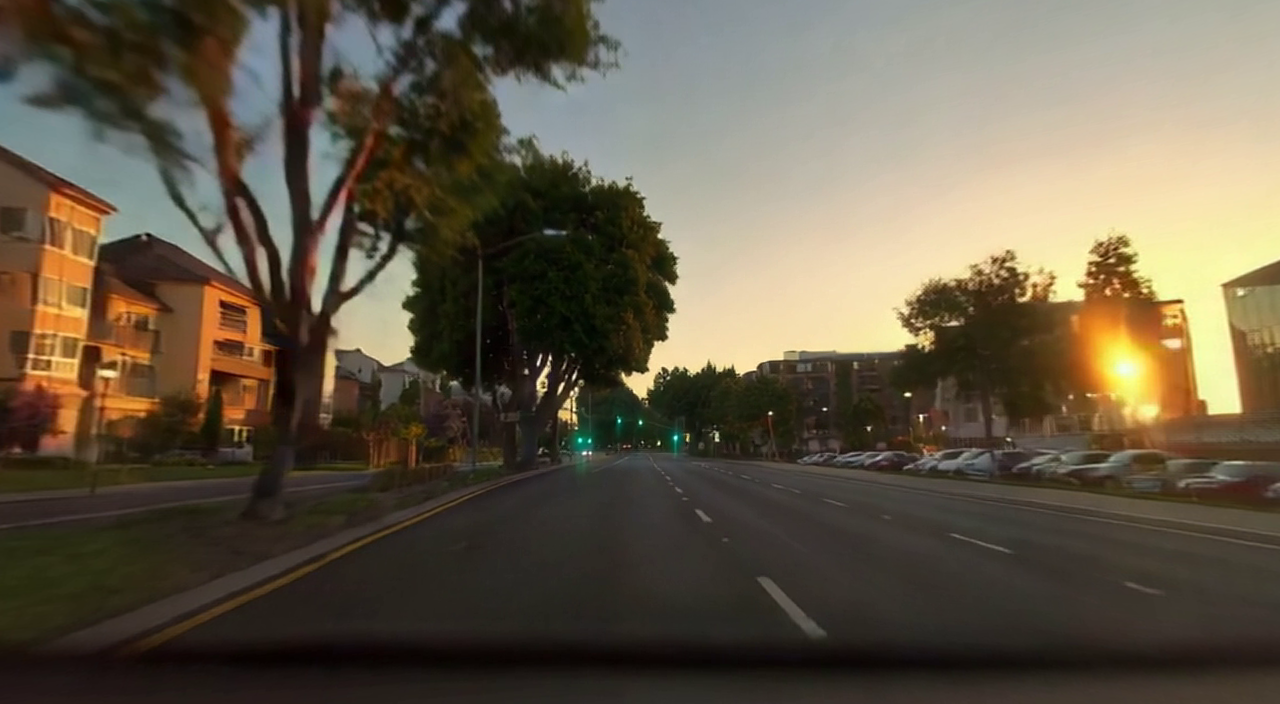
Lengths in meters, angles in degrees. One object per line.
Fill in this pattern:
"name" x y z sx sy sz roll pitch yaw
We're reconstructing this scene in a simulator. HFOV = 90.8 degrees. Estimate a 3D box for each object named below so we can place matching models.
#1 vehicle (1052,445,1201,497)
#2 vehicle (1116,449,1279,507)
"vehicle" 16.847 4.047 21.891 4.392 1.612 2.223 4 -9 -25
"vehicle" 16.682 3.696 18.880 4.239 1.470 2.231 4 -11 -29
